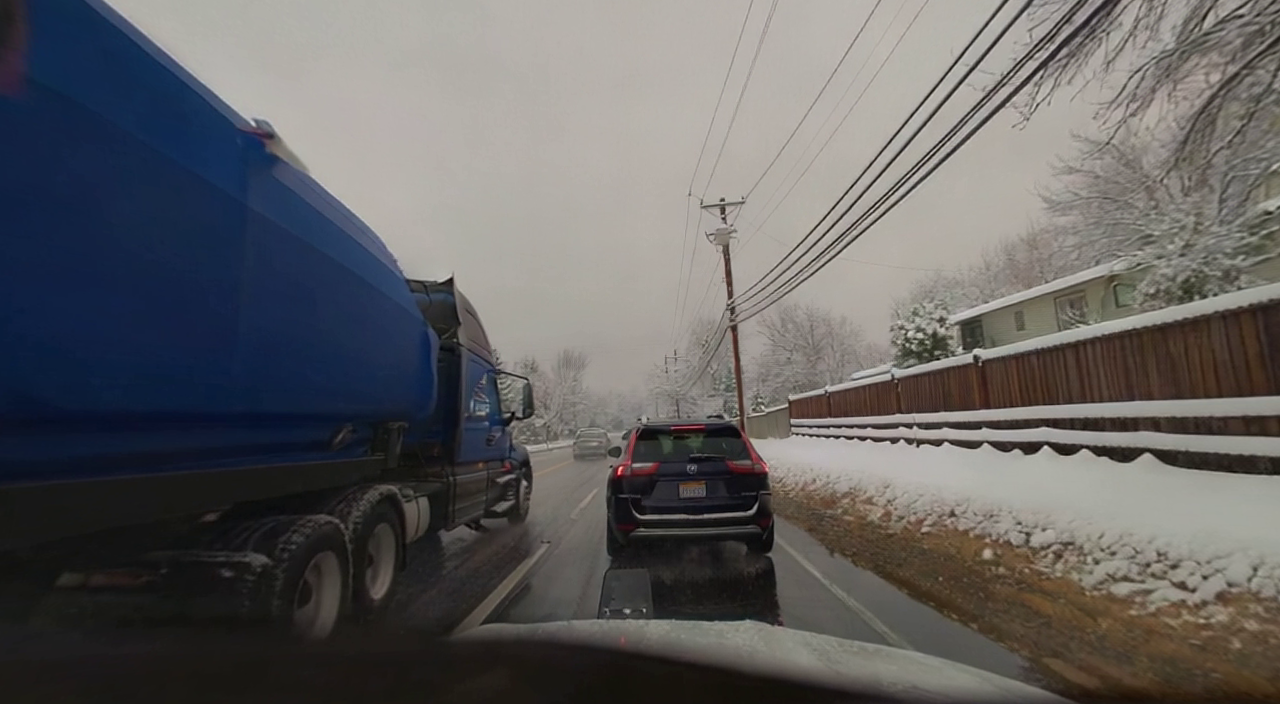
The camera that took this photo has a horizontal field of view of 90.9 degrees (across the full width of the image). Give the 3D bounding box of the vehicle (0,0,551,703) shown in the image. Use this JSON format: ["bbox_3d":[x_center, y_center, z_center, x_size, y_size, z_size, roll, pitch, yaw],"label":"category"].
[{"bbox_3d":[-3.121,0.533,6.473,2.928,3.658,8.980,0,-9,1],"label":"vehicle"}]

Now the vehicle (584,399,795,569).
[{"bbox_3d":[0.481,1.674,8.654,2.174,1.749,4.113,0,-9,-1],"label":"vehicle"}]
